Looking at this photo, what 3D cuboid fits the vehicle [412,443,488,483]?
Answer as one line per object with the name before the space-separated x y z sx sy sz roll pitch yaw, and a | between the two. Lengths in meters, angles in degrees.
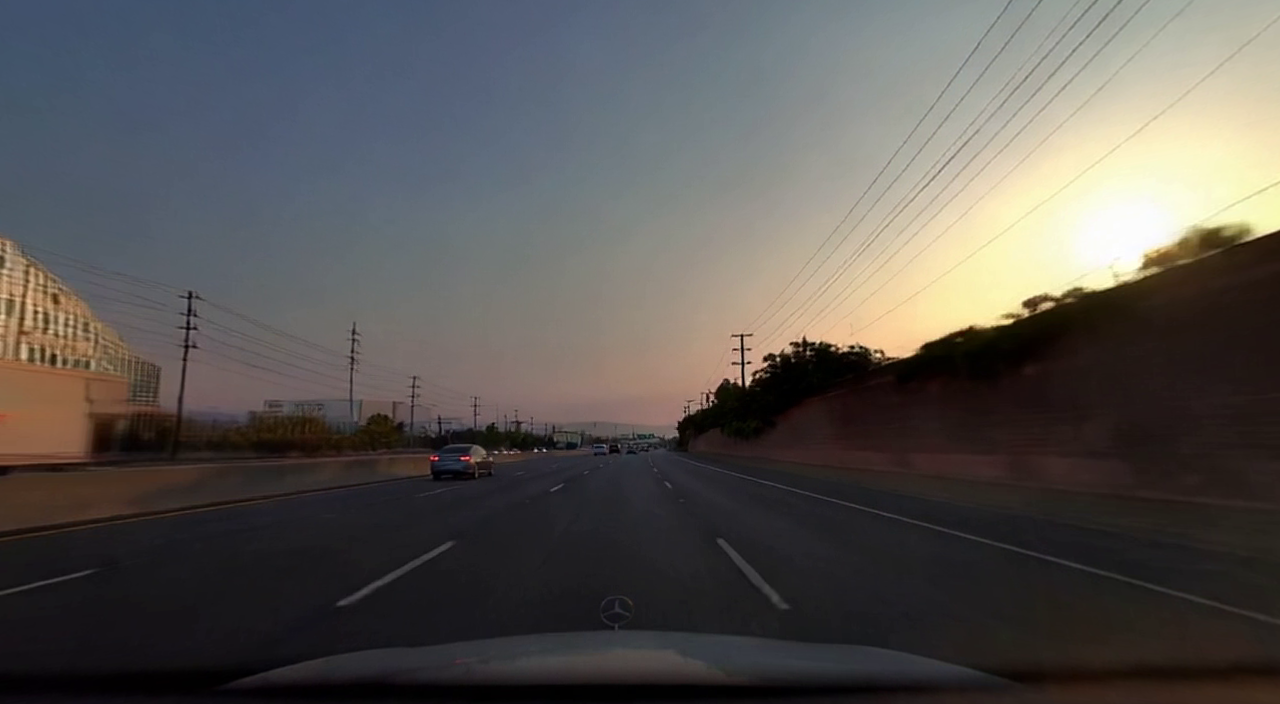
vehicle | -8.055 4.702 27.136 2.013 1.574 3.923 0 -8 0
